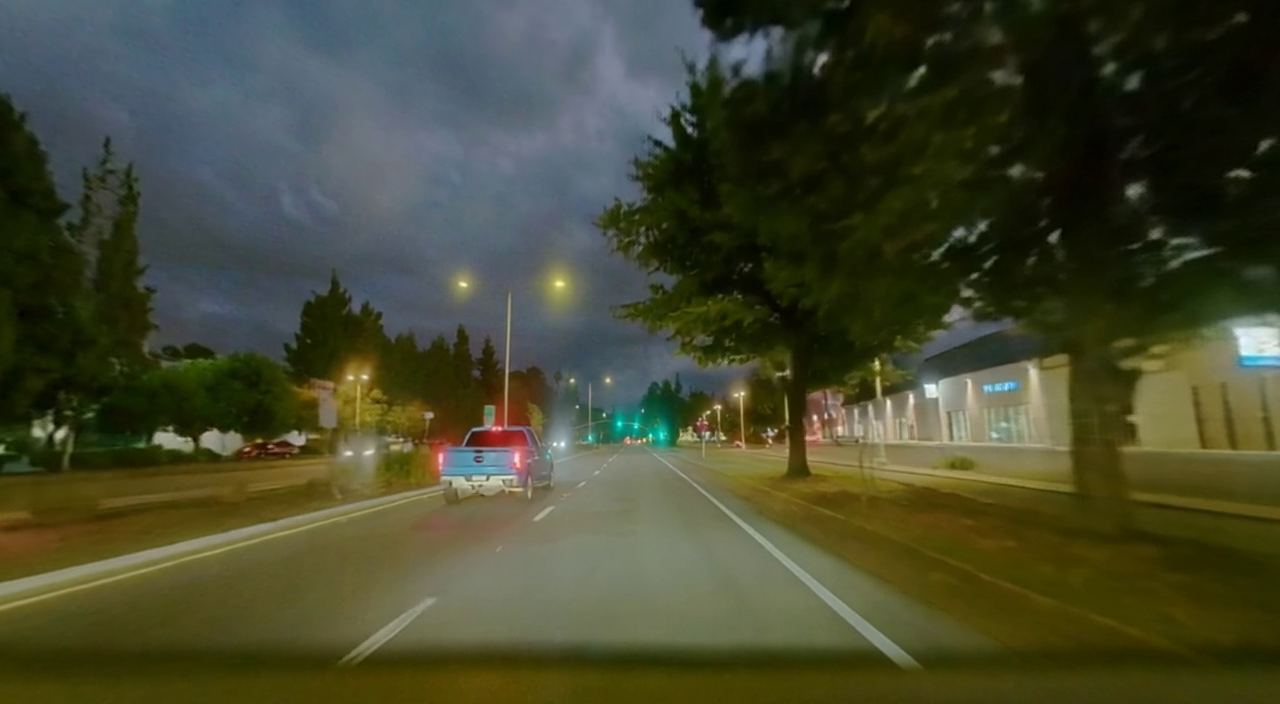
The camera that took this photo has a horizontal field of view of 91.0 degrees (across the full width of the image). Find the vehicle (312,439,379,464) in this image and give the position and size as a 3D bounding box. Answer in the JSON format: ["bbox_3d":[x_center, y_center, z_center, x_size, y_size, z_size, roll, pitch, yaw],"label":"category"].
[{"bbox_3d":[-18.475,6.255,39.740,1.854,1.472,4.854,0,-8,1],"label":"vehicle"}]

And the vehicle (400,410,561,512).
[{"bbox_3d":[-3.157,2.292,13.868,2.065,1.790,5.417,0,-8,1],"label":"vehicle"}]

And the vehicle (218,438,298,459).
[{"bbox_3d":[-28.617,7.238,47.213,4.702,1.485,2.024,0,-8,2],"label":"vehicle"}]
